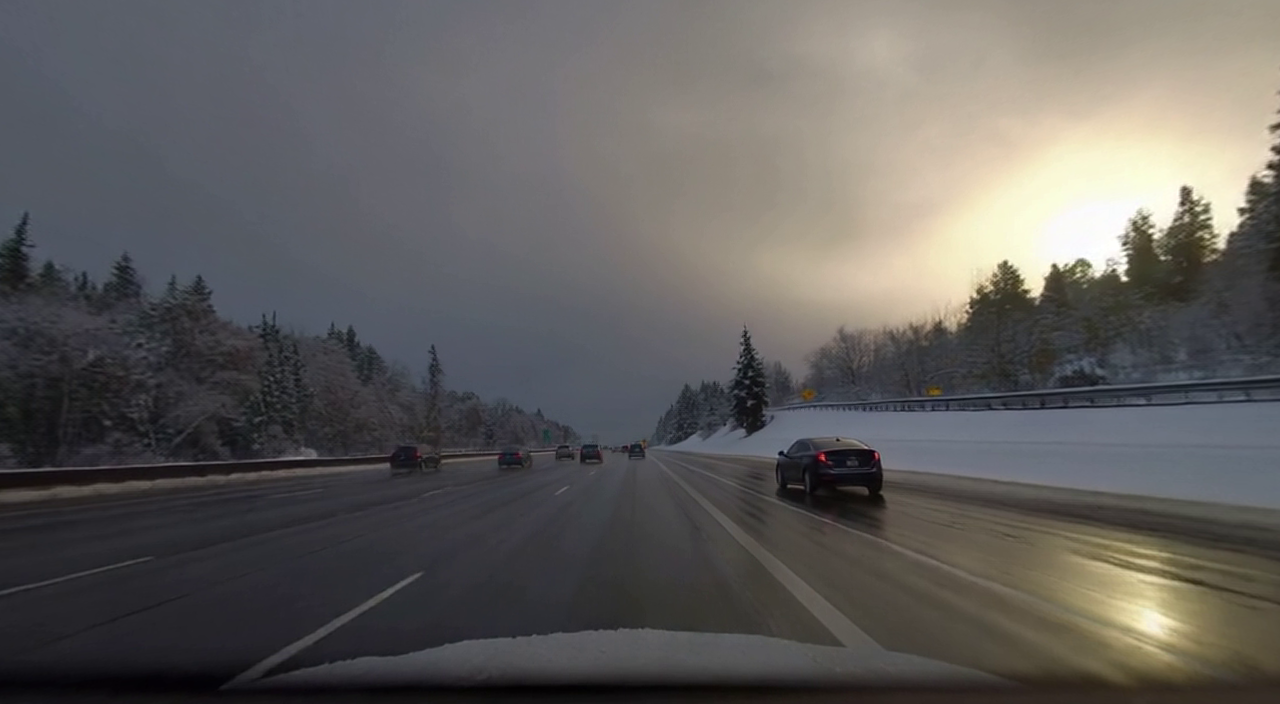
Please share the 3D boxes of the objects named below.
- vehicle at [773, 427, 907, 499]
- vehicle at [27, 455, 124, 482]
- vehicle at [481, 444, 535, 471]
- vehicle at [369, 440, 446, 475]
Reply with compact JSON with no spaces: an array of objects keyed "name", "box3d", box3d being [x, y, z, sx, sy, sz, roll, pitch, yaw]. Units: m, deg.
[{"name":"vehicle","box3d":[5.636,3.212,18.608,2.259,1.816,4.862,0,-9,-1]},{"name":"vehicle","box3d":[-34.684,7.154,38.866,1.882,1.534,4.367,0,-9,-1]},{"name":"vehicle","box3d":[-7.550,6.085,36.553,2.071,1.486,4.703,0,-9,0]},{"name":"vehicle","box3d":[-11.546,5.257,31.634,2.107,1.628,4.446,0,-9,0]}]
